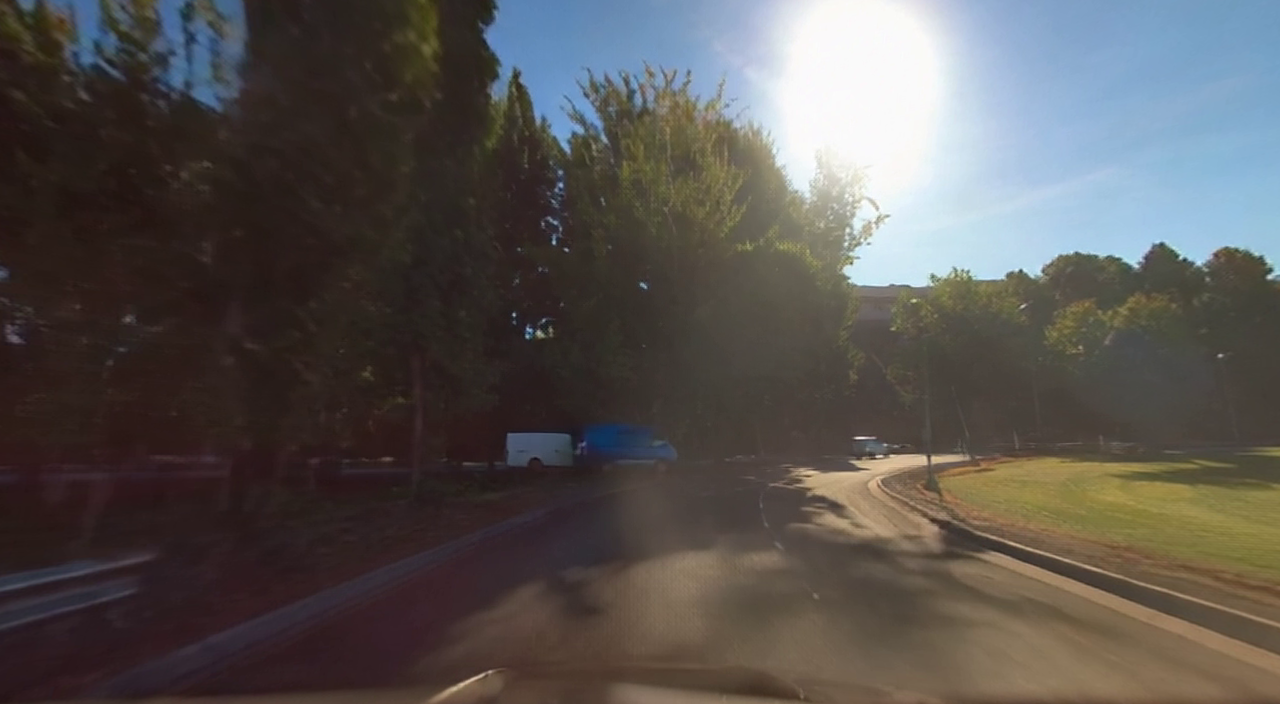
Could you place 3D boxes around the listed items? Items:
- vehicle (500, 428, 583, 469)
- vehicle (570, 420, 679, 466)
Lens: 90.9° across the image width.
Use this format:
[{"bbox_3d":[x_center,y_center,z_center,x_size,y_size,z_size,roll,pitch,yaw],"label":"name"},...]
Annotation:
[{"bbox_3d":[-6.357,6.195,40.717,4.784,2.535,2.203,4,-9,-26],"label":"vehicle"},{"bbox_3d":[-0.999,6.271,43.362,7.155,2.942,2.420,4,-9,-26],"label":"vehicle"}]
